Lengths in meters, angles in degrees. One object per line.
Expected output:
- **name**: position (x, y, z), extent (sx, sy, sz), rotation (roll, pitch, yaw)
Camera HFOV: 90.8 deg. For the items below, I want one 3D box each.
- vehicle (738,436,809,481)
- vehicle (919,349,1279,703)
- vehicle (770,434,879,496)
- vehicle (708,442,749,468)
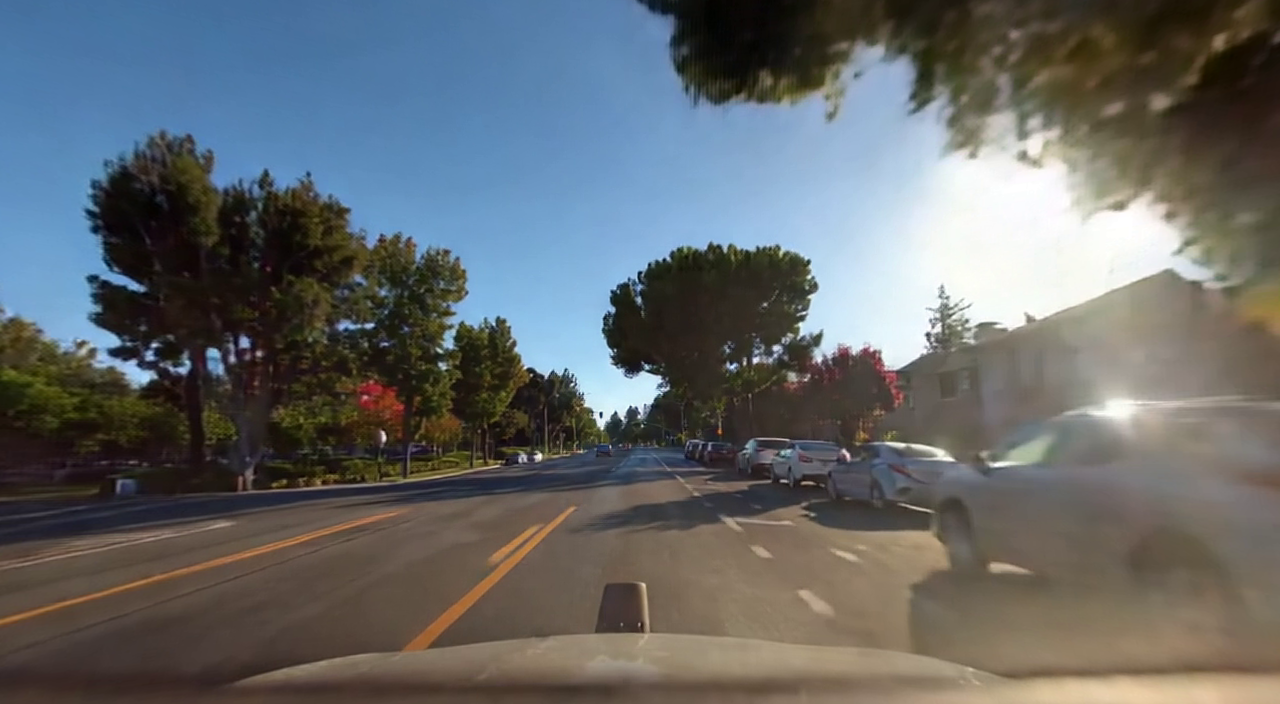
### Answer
- **vehicle**: position (5.385, 4.336, 26.047), extent (1.990, 1.694, 4.179), rotation (0, -9, -1)
- **vehicle**: position (4.210, 1.108, 4.648), extent (2.272, 1.744, 4.324), rotation (0, -9, -1)
- **vehicle**: position (5.453, 3.423, 19.289), extent (1.974, 1.548, 4.160), rotation (-3, -10, 0)
- **vehicle**: position (5.346, 6.274, 38.594), extent (1.837, 1.532, 3.886), rotation (0, -9, -2)
